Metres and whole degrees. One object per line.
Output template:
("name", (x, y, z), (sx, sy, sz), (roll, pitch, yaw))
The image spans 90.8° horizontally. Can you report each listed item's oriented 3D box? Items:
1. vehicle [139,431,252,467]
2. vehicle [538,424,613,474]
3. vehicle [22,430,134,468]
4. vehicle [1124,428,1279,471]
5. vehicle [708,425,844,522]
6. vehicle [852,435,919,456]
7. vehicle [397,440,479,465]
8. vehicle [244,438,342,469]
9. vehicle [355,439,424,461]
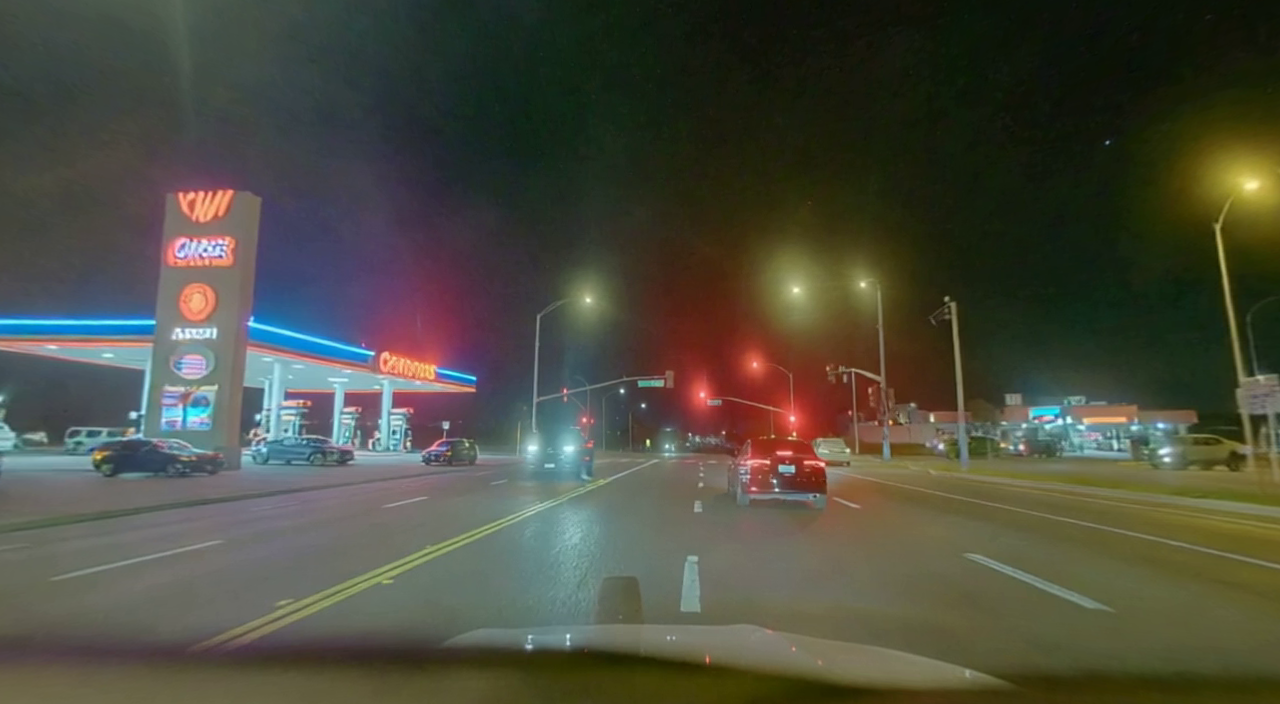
("vehicle", (-24.445, 5.340, 34.800), (4.975, 1.863, 2.443), (-3, -9, 18))
("vehicle", (-2.681, 4.249, 27.788), (2.334, 1.966, 5.056), (-1, -8, 5))
("vehicle", (-32.903, 5.690, 36.992), (5.687, 2.081, 2.191), (-3, -8, 18))
("vehicle", (21.831, 3.741, 24.398), (1.956, 1.463, 4.500), (4, -9, -23))
("vehicle", (2.413, 2.272, 12.378), (1.995, 1.525, 4.392), (-1, -8, 5))
("vehicle", (18.826, 7.197, 48.565), (4.510, 1.483, 1.774), (-5, -10, 30))
("vehicle", (-12.616, 6.290, 39.671), (1.854, 1.501, 4.561), (-8, -11, 41))
("vehicle", (-17.879, 5.204, 32.528), (4.610, 1.515, 2.112), (-4, -9, 27))
("vehicle", (-17.826, 6.949, 44.992), (4.294, 1.480, 1.936), (-3, -9, 19))
